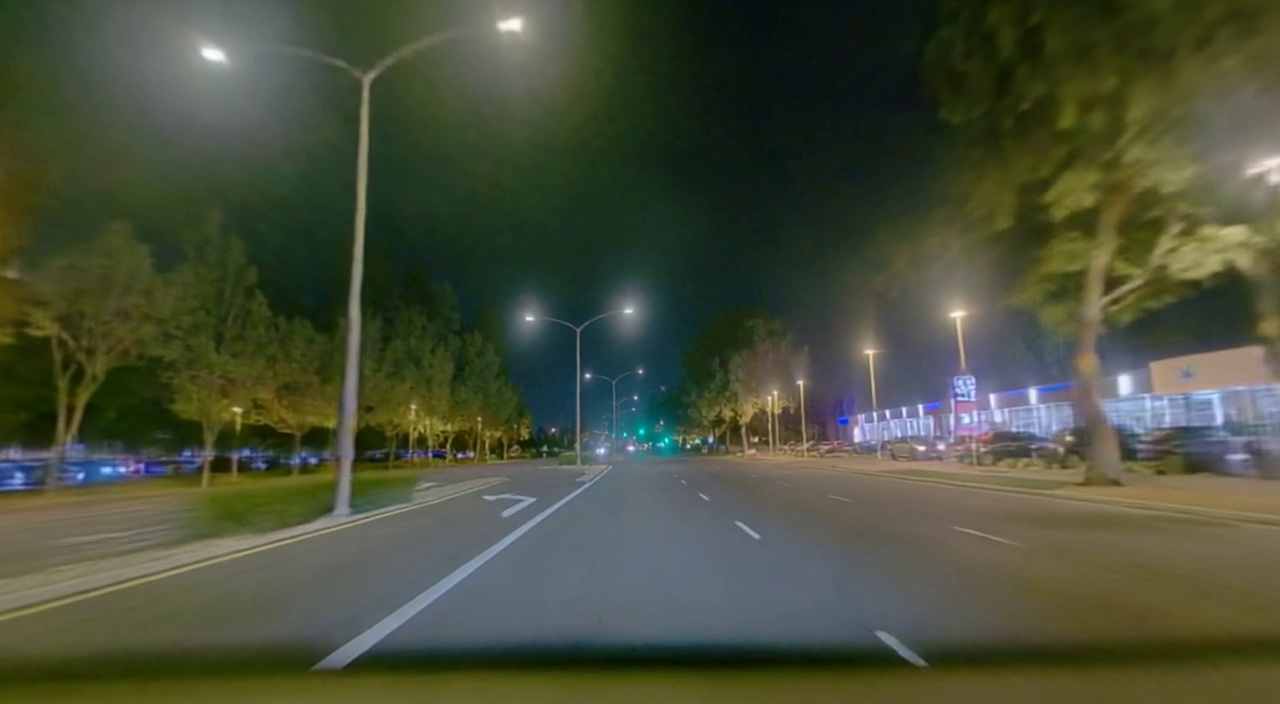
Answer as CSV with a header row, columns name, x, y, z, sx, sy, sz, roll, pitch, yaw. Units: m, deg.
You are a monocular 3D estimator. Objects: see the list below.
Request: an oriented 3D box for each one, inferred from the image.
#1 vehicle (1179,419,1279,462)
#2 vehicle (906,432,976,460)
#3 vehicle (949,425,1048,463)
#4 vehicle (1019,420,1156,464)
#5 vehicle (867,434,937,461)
name,x,y,z,sx,sy,sz,roll,pitch,yaw
vehicle,22.878,3.335,23.745,1.800,1.455,3.806,0,-9,-1
vehicle,17.494,5.514,36.938,1.841,1.471,4.367,-2,-9,-1
vehicle,17.690,4.620,31.518,1.912,1.646,4.870,-1,-9,-2
vehicle,18.165,3.712,26.009,1.890,1.612,4.797,1,-9,-4
vehicle,17.293,6.347,42.040,2.196,1.667,5.262,0,-9,-3
